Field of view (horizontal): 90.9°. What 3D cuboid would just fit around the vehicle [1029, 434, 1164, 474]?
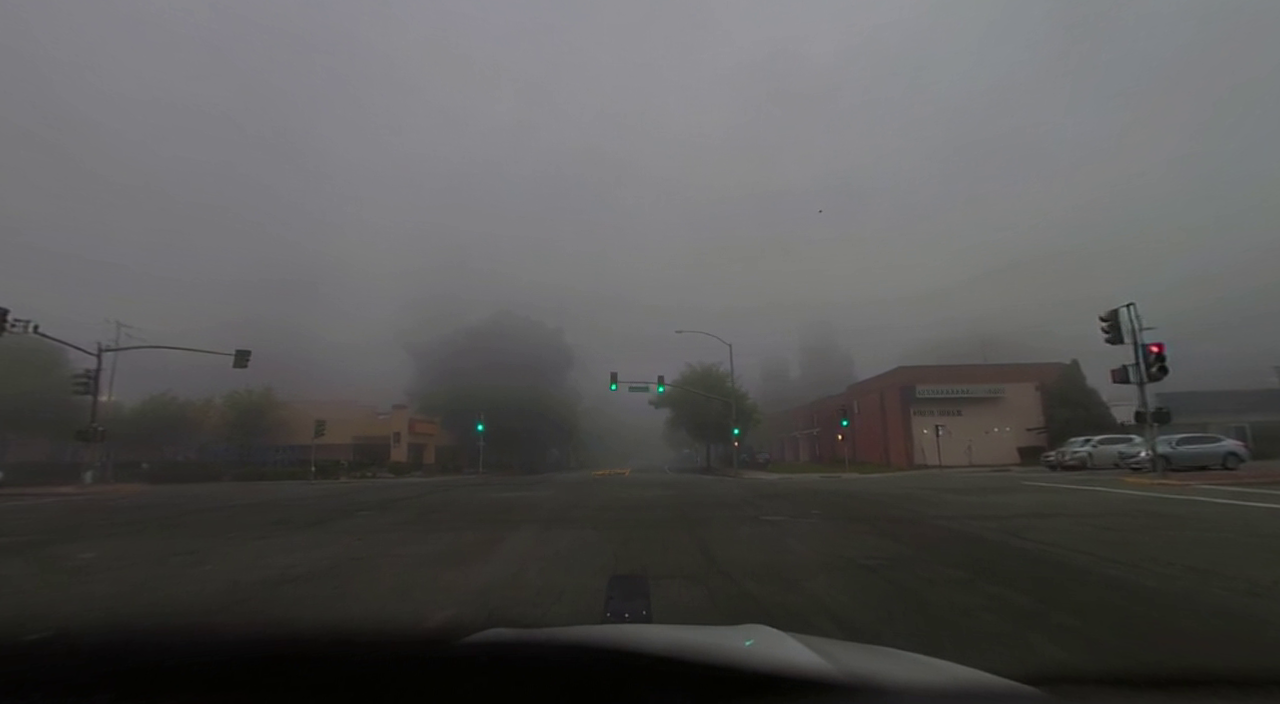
[{"bbox_3d":[20.397,4.559,28.335,4.483,1.691,1.949,0,-8,0],"label":"vehicle"}]

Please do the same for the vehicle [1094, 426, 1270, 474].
[{"bbox_3d":[18.762,3.408,21.988,4.288,1.600,1.927,0,-8,1],"label":"vehicle"}]
